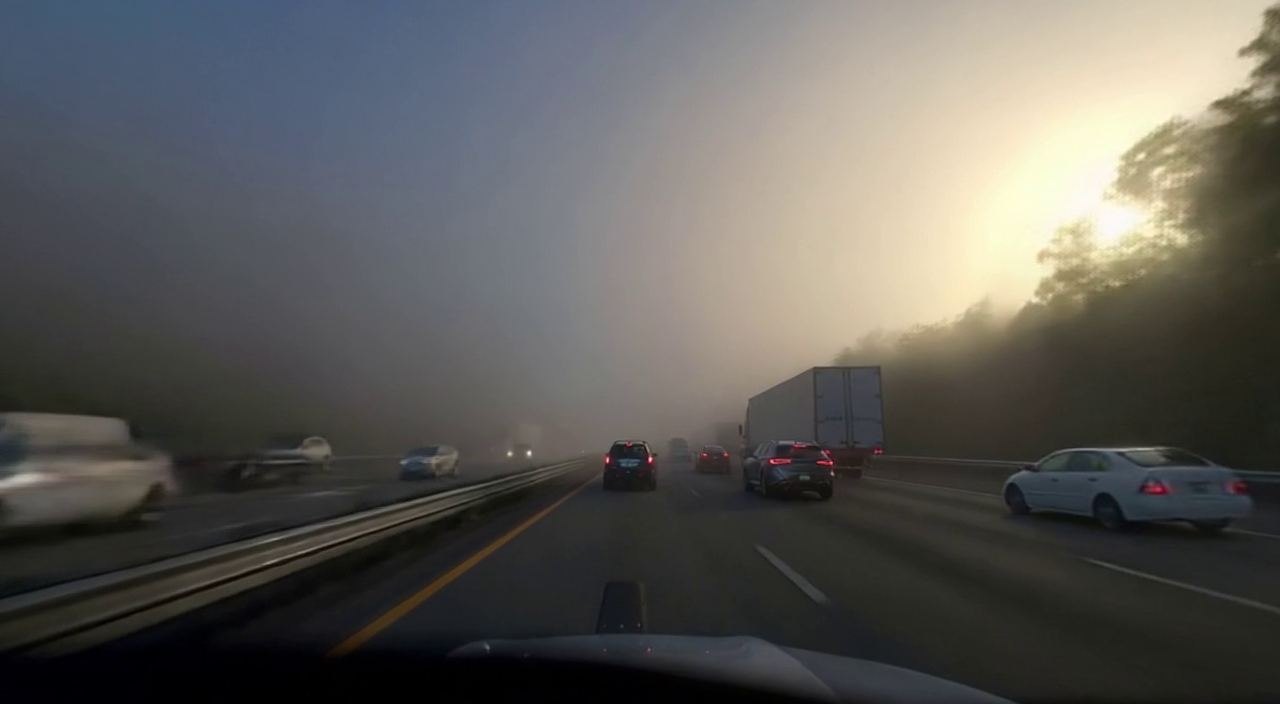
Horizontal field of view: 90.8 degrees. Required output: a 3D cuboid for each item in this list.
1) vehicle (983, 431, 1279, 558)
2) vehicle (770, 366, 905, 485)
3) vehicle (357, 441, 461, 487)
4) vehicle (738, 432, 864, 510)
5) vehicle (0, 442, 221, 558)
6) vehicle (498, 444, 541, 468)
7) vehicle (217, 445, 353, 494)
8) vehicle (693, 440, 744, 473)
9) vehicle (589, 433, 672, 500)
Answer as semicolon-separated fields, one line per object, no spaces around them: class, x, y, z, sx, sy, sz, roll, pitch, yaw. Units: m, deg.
vehicle;7.329;1.989;9.504;1.951;1.467;4.173;0;-9;0
vehicle;7.666;3.152;25.993;2.823;4.063;8.485;0;-9;1
vehicle;-8.147;3.993;22.735;2.106;1.494;4.170;0;-9;1
vehicle;3.624;2.752;15.003;1.920;1.594;3.867;0;-9;-1
vehicle;-9.280;2.205;10.014;2.053;1.476;4.544;0;-9;1
vehicle;-8.261;7.151;43.577;1.976;1.549;4.303;0;-9;1
vehicle;-12.004;3.995;21.795;1.908;1.478;4.690;0;-9;1
vehicle;4.090;5.545;33.699;2.150;1.632;4.260;0;-9;0
vehicle;-0.202;3.074;17.208;2.023;1.618;3.628;0;-9;1
